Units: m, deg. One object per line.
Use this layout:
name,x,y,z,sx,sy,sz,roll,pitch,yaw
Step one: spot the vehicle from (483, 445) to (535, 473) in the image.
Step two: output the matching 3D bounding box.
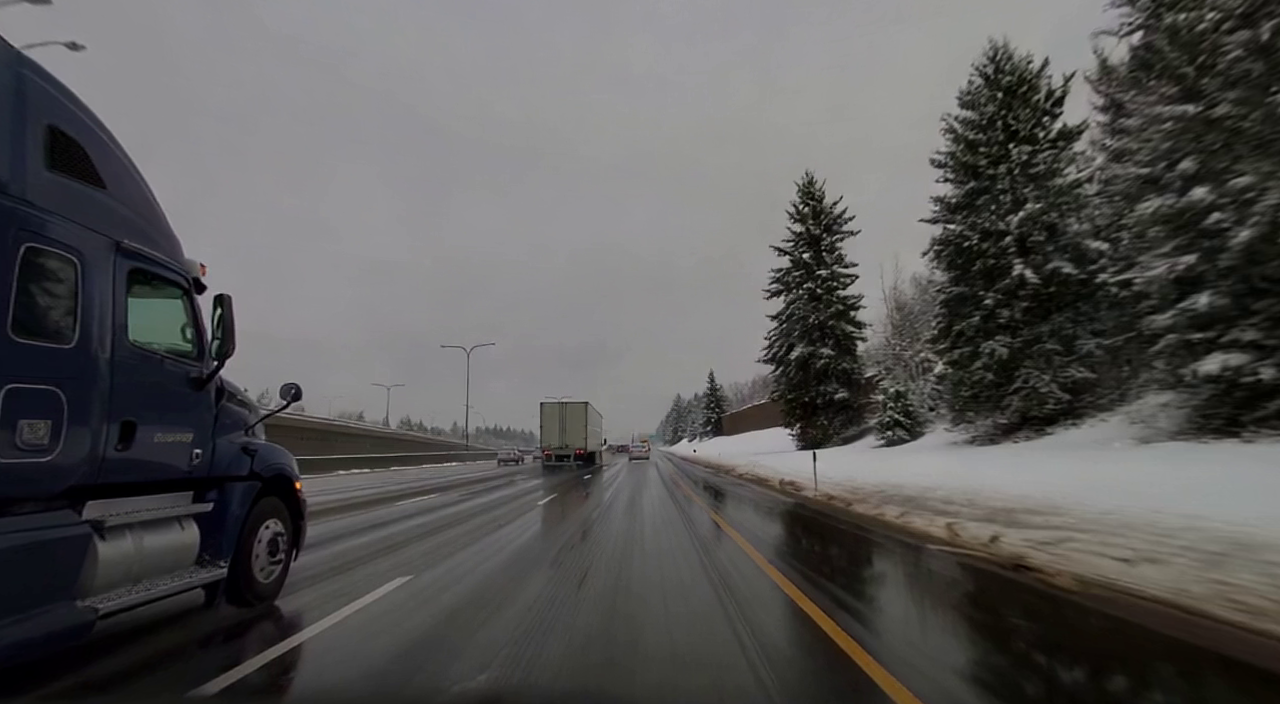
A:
vehicle,-7.246,5.945,35.188,1.962,1.489,4.002,0,-9,1

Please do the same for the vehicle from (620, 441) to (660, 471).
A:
vehicle,0.031,6.014,36.674,2.178,1.640,4.071,0,-9,1

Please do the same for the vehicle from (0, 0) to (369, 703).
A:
vehicle,-3.793,-0.107,0.268,3.025,3.266,9.256,0,-9,1

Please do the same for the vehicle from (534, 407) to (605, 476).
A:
vehicle,-3.730,5.088,35.641,2.956,3.331,9.575,0,-9,0
